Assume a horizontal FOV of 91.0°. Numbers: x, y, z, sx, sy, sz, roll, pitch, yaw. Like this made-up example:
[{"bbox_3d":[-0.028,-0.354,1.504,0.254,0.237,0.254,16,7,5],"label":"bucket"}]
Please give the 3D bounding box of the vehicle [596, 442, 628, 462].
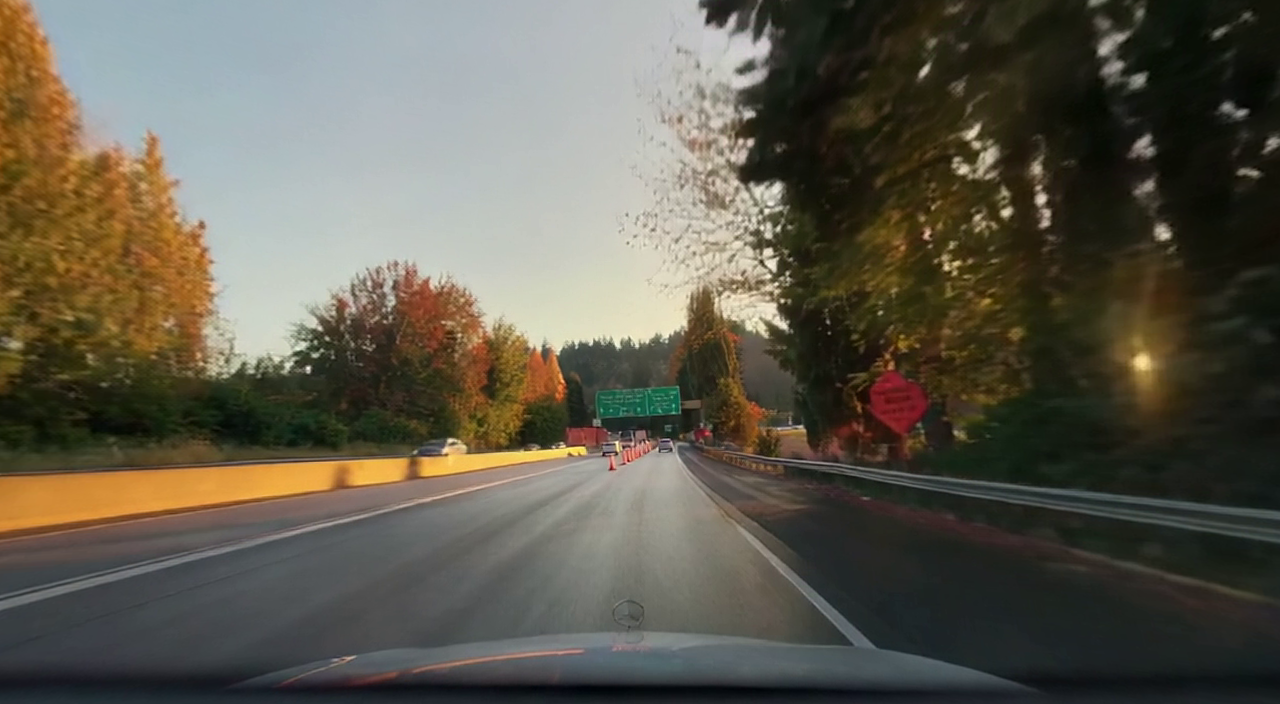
[{"bbox_3d":[-2.100,7.661,48.510,2.118,1.475,4.263,-1,-8,2],"label":"vehicle"}]
